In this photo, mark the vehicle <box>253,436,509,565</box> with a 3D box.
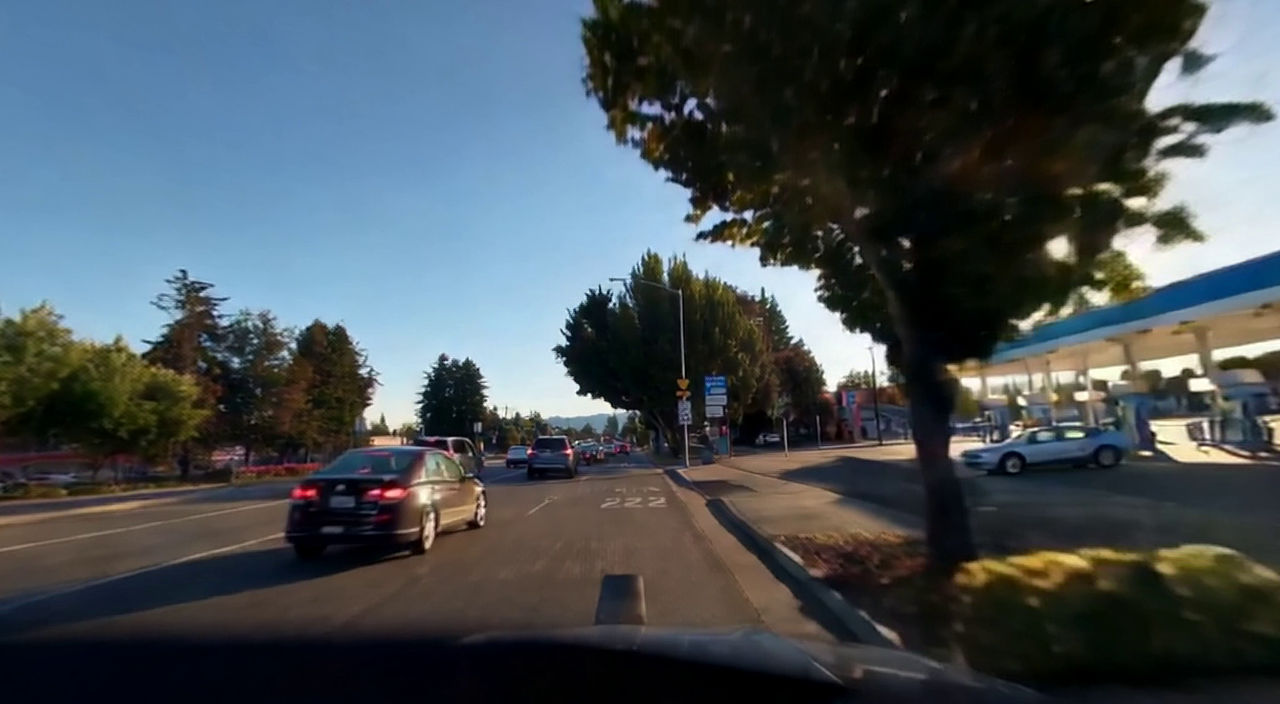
[{"bbox_3d":[-3.408,2.022,9.377,1.888,1.452,4.303,-1,-9,2],"label":"vehicle"}]

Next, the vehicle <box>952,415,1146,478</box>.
[{"bbox_3d":[12.193,2.841,19.045,4.385,1.439,1.912,-5,-7,4],"label":"vehicle"}]

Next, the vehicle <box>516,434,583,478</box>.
[{"bbox_3d":[-3.988,4.671,28.534,2.306,1.815,4.476,0,-9,1],"label":"vehicle"}]
